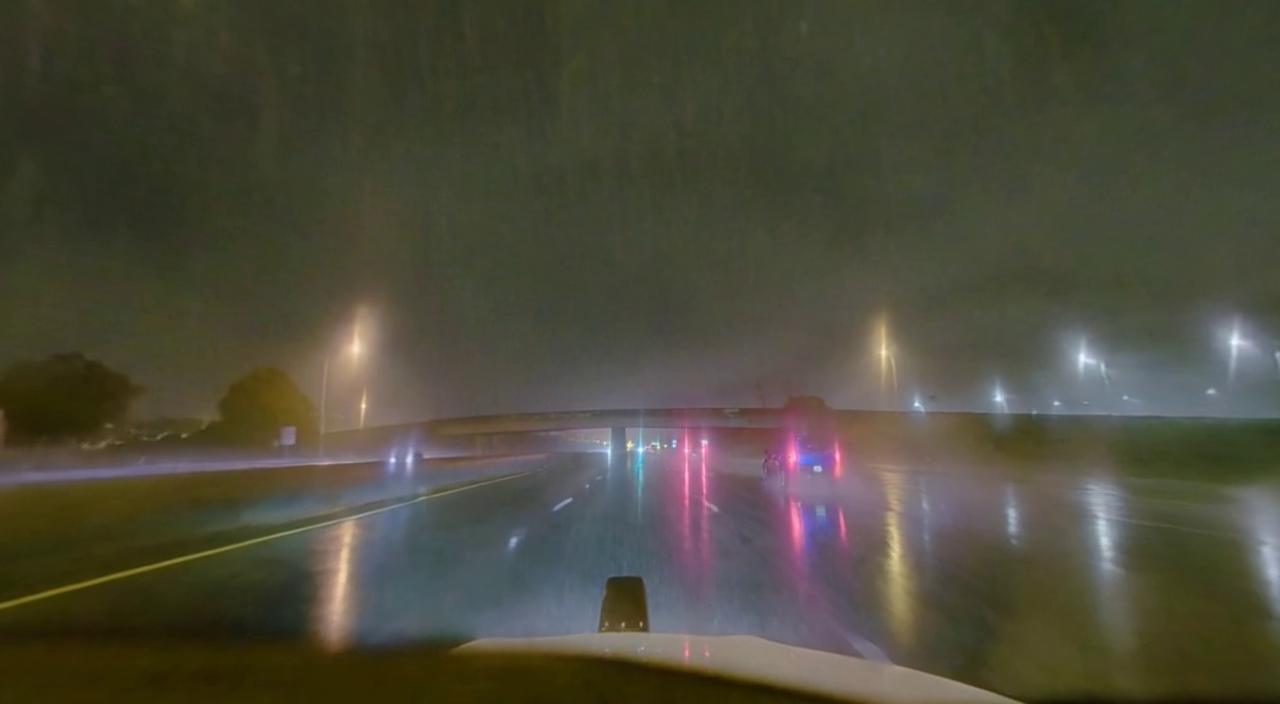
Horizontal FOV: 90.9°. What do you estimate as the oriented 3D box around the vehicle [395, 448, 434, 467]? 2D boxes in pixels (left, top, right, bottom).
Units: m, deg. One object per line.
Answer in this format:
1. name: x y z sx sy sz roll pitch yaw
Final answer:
1. vehicle: -17.653 8.244 49.468 1.652 1.388 3.530 -1 -9 2
